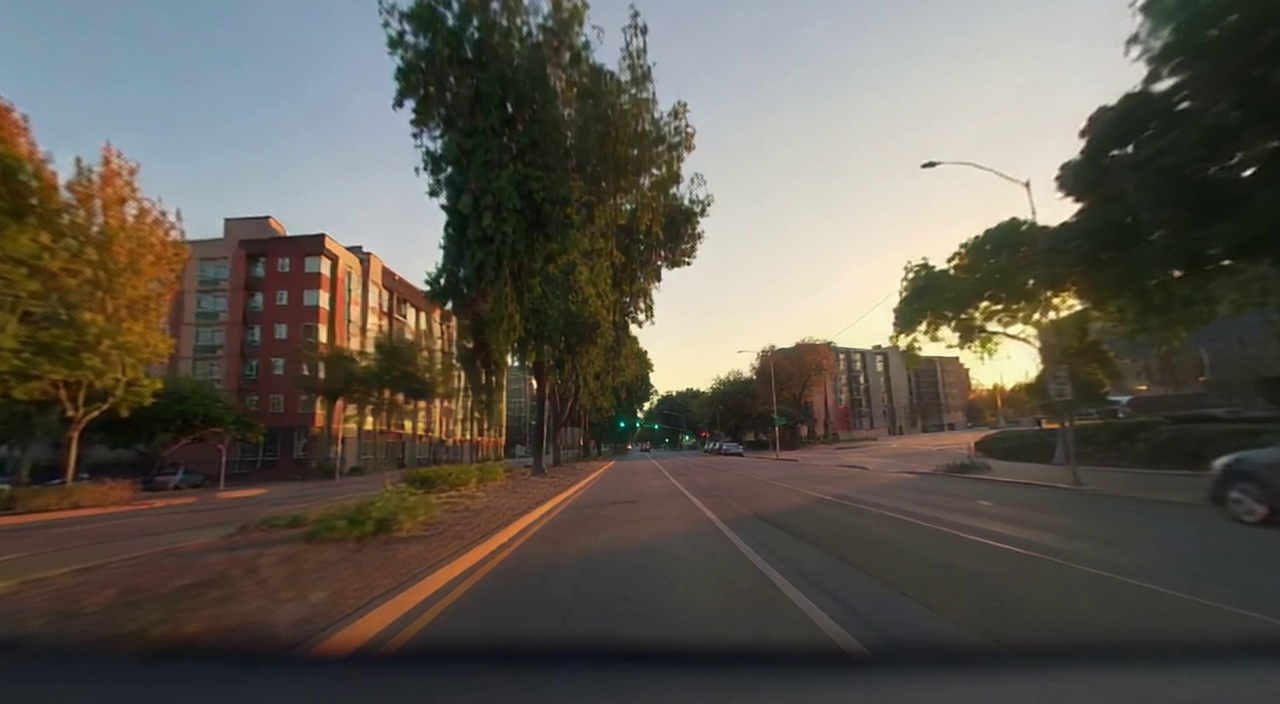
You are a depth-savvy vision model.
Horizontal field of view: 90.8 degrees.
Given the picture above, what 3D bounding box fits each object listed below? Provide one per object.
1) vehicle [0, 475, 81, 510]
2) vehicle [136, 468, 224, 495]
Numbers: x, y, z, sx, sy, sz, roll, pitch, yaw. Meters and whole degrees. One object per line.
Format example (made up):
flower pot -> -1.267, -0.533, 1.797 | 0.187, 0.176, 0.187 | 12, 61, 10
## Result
vehicle -> -30.973, 6.893, 31.013 | 4.646, 1.544, 2.187 | 3, -9, -19
vehicle -> -32.487, 9.115, 44.812 | 1.807, 1.568, 4.997 | -4, -9, 13
